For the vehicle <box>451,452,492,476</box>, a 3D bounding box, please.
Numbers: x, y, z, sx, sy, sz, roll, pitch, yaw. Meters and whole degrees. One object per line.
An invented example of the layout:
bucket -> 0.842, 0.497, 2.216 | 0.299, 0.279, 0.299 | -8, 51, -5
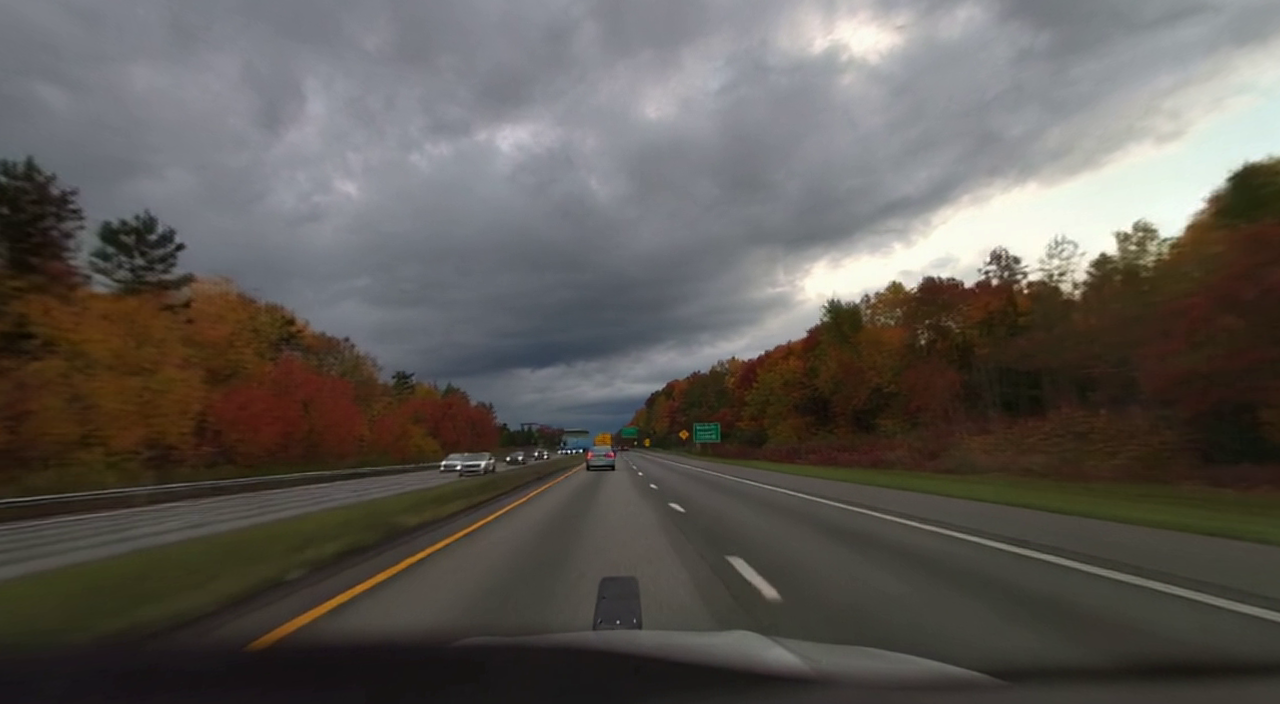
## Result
vehicle -> -11.654, 7.755, 43.639 | 1.923, 1.513, 3.904 | 0, -9, -2

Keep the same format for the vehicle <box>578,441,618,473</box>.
vehicle -> -2.341, 6.013, 36.077 | 2.168, 1.705, 4.272 | 0, -9, -2
